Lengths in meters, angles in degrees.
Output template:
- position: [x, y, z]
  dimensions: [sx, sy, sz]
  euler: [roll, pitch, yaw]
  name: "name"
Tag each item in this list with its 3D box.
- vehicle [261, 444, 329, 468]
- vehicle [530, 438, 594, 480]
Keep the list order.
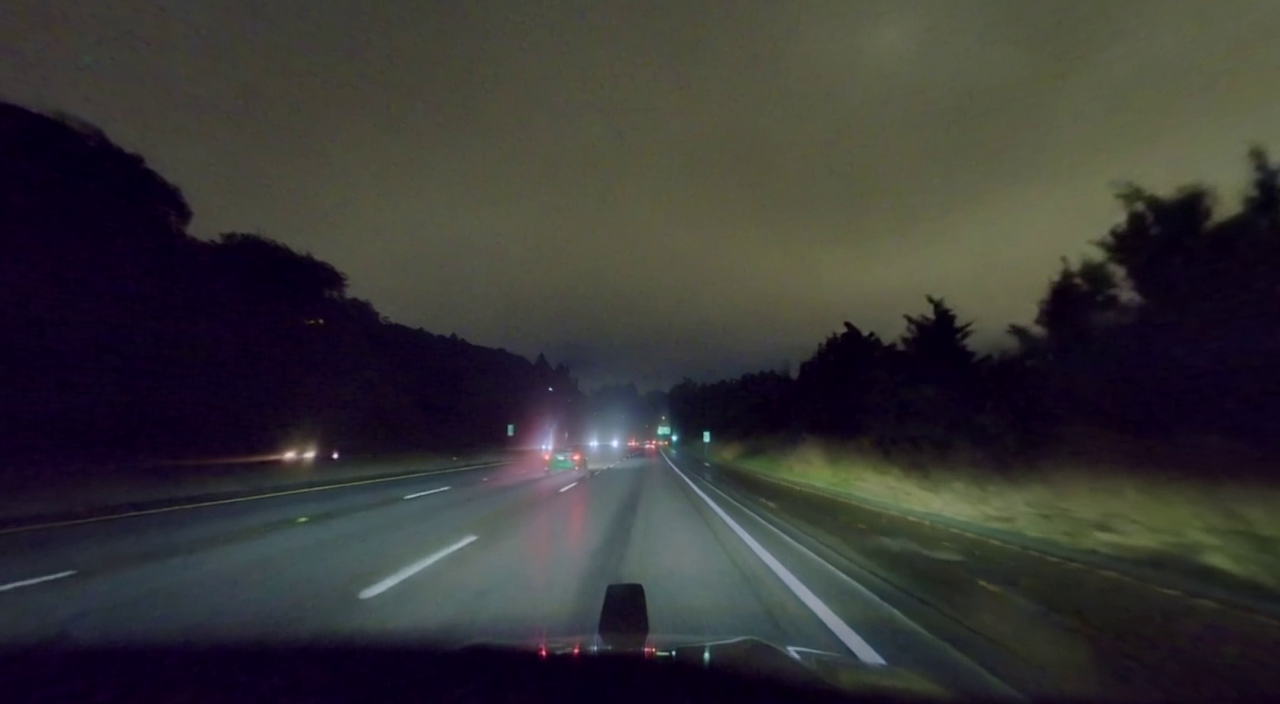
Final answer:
- position: [-22.281, 6.708, 40.828]
  dimensions: [1.791, 1.462, 4.451]
  euler: [0, -8, 2]
  name: "vehicle"
- position: [-3.061, 4.296, 25.617]
  dimensions: [2.015, 1.561, 4.469]
  euler: [0, -8, 0]
  name: "vehicle"
